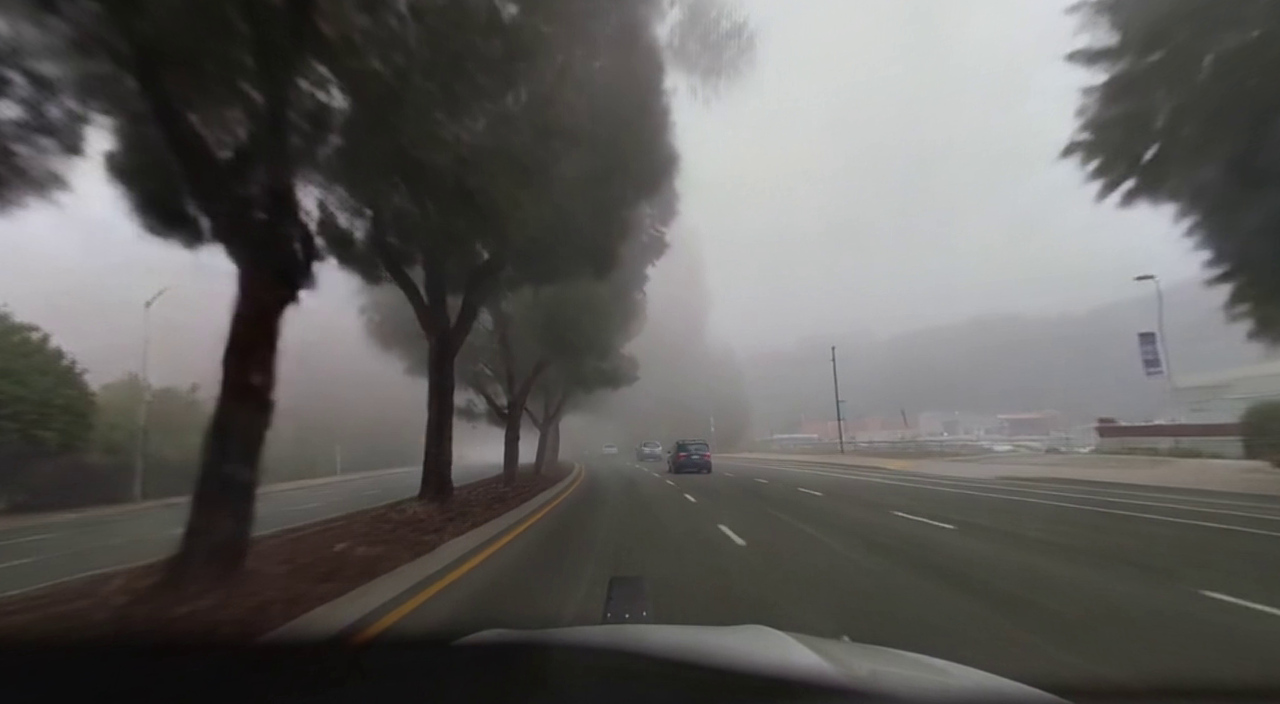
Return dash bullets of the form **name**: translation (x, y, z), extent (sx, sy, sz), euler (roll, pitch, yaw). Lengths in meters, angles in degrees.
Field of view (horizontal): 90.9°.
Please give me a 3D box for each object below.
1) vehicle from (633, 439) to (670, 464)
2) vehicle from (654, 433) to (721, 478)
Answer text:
- **vehicle**: translation (0.798, 7.598, 48.163), extent (2.210, 1.788, 4.293), euler (1, -9, -8)
- **vehicle**: translation (1.945, 4.458, 27.347), extent (2.253, 1.756, 4.313), euler (0, -8, -4)
